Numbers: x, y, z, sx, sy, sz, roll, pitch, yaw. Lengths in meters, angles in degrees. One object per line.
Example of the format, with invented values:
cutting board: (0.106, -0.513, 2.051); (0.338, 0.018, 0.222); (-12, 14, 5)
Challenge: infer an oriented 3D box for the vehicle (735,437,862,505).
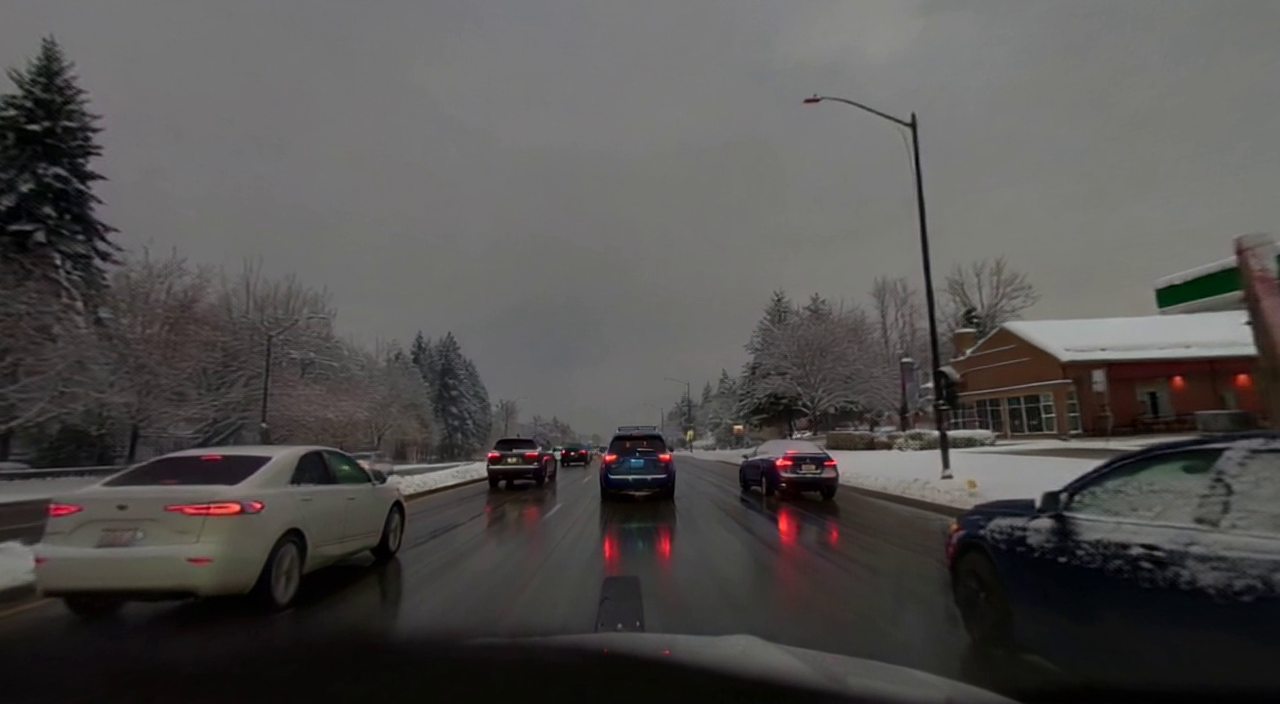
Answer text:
vehicle: (3.775, 2.905, 15.970); (1.888, 1.456, 4.589); (0, -8, -2)

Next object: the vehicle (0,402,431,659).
vehicle: (-3.602, 1.401, 5.995); (1.864, 1.574, 4.031); (0, -8, 0)

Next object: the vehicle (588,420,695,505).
vehicle: (0.015, 2.672, 15.686); (2.279, 1.803, 4.254); (0, -8, 0)

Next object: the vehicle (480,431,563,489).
vehicle: (-3.787, 3.534, 20.936); (1.932, 1.695, 4.150); (0, -8, 0)

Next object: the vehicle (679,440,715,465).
vehicle: (3.738, 6.631, 41.903); (1.926, 1.522, 3.852); (0, -8, -2)

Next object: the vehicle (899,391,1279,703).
vehicle: (3.263, 1.019, 3.131); (1.976, 1.492, 4.436); (0, -8, -1)
